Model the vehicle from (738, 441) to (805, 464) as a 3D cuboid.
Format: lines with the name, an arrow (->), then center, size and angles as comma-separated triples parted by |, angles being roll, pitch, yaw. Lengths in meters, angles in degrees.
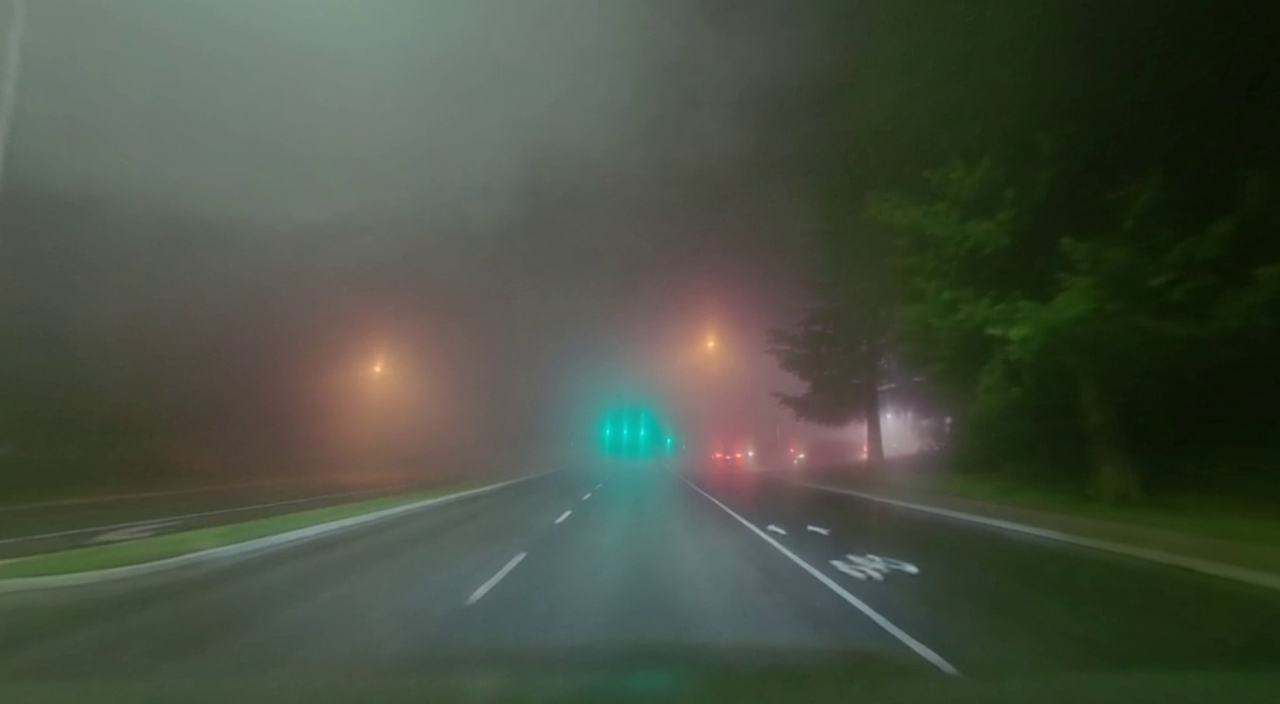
vehicle -> 10.353, 7.977, 49.963 | 4.879, 1.701, 2.095 | 0, -10, 3

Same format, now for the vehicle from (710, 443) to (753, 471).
vehicle -> 5.748, 6.647, 40.177 | 2.057, 1.688, 4.596 | 0, -9, 0
